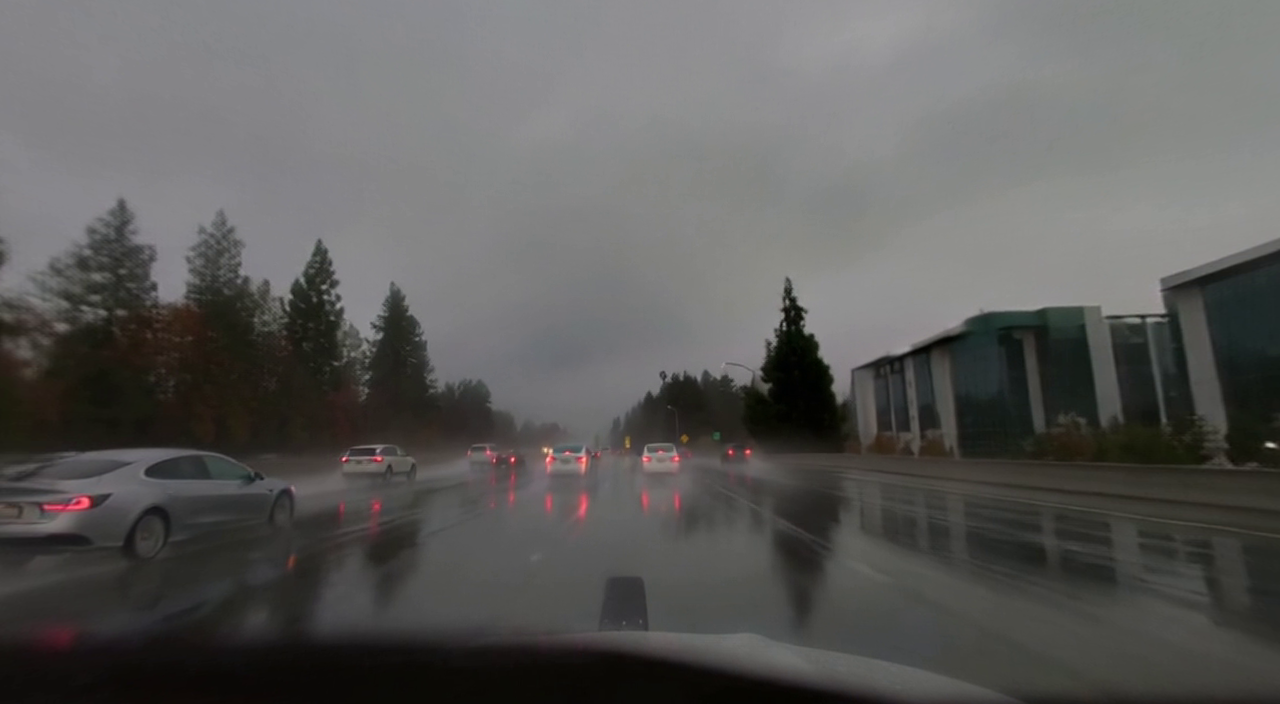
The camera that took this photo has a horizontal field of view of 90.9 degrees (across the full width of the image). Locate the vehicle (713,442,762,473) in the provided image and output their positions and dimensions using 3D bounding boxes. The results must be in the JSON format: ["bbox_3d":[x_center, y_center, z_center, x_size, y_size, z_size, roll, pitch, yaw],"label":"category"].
[{"bbox_3d":[5.947,6.501,39.094,2.071,1.754,4.484,0,-8,-3],"label":"vehicle"}]

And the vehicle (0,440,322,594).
[{"bbox_3d":[-6.612,1.955,8.523,2.116,1.473,4.644,-1,-8,1],"label":"vehicle"}]

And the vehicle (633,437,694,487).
[{"bbox_3d":[0.838,4.168,24.194,2.114,1.715,4.136,0,-8,0],"label":"vehicle"}]

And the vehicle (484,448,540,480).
[{"bbox_3d":[-6.341,5.577,31.660,1.886,1.455,4.148,-1,-8,1],"label":"vehicle"}]

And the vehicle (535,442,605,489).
[{"bbox_3d":[-2.557,4.280,24.231,2.102,1.624,4.257,-1,-8,2],"label":"vehicle"}]

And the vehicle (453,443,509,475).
[{"bbox_3d":[-10.009,6.771,40.219,2.186,1.851,5.085,-1,-8,1],"label":"vehicle"}]

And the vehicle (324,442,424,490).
[{"bbox_3d":[-10.322,4.425,24.879,1.947,1.683,4.331,-1,-8,2],"label":"vehicle"}]
